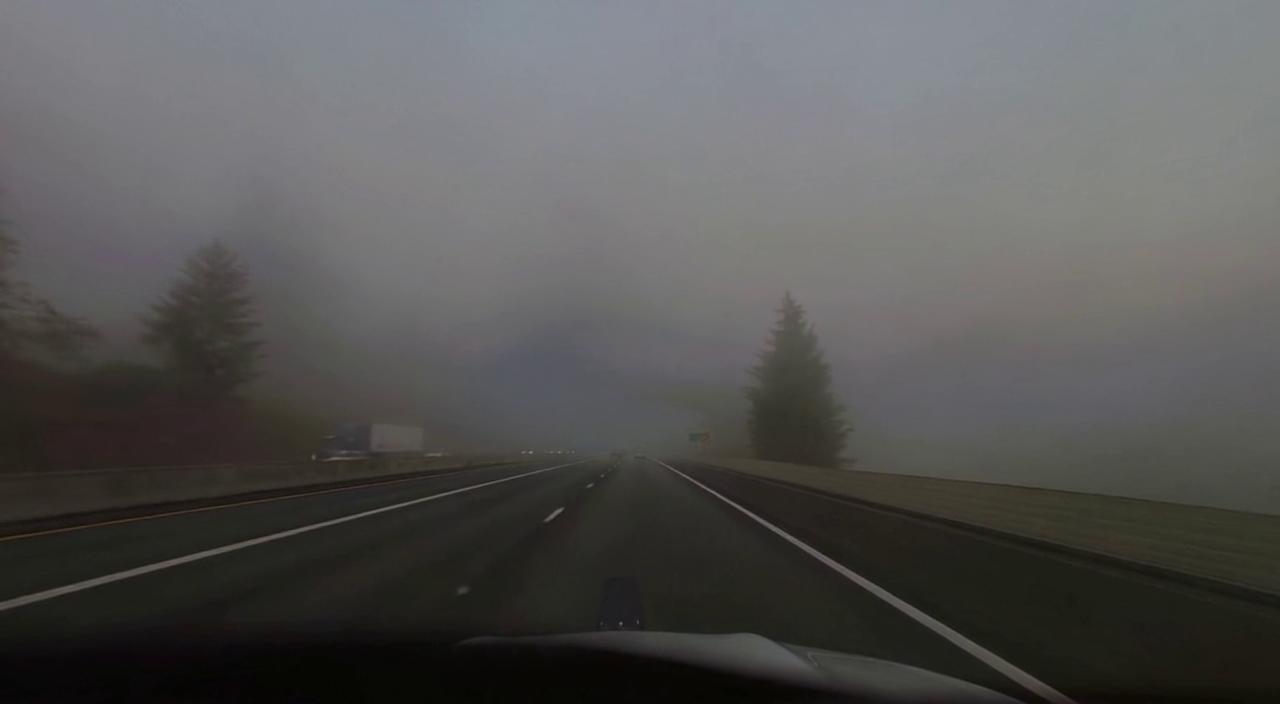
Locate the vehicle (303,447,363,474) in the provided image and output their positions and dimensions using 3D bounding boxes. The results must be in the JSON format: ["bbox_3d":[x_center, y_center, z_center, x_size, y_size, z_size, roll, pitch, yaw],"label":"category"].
[{"bbox_3d":[-20.807,7.330,42.930,1.939,1.688,4.267,0,-9,-1],"label":"vehicle"}]
